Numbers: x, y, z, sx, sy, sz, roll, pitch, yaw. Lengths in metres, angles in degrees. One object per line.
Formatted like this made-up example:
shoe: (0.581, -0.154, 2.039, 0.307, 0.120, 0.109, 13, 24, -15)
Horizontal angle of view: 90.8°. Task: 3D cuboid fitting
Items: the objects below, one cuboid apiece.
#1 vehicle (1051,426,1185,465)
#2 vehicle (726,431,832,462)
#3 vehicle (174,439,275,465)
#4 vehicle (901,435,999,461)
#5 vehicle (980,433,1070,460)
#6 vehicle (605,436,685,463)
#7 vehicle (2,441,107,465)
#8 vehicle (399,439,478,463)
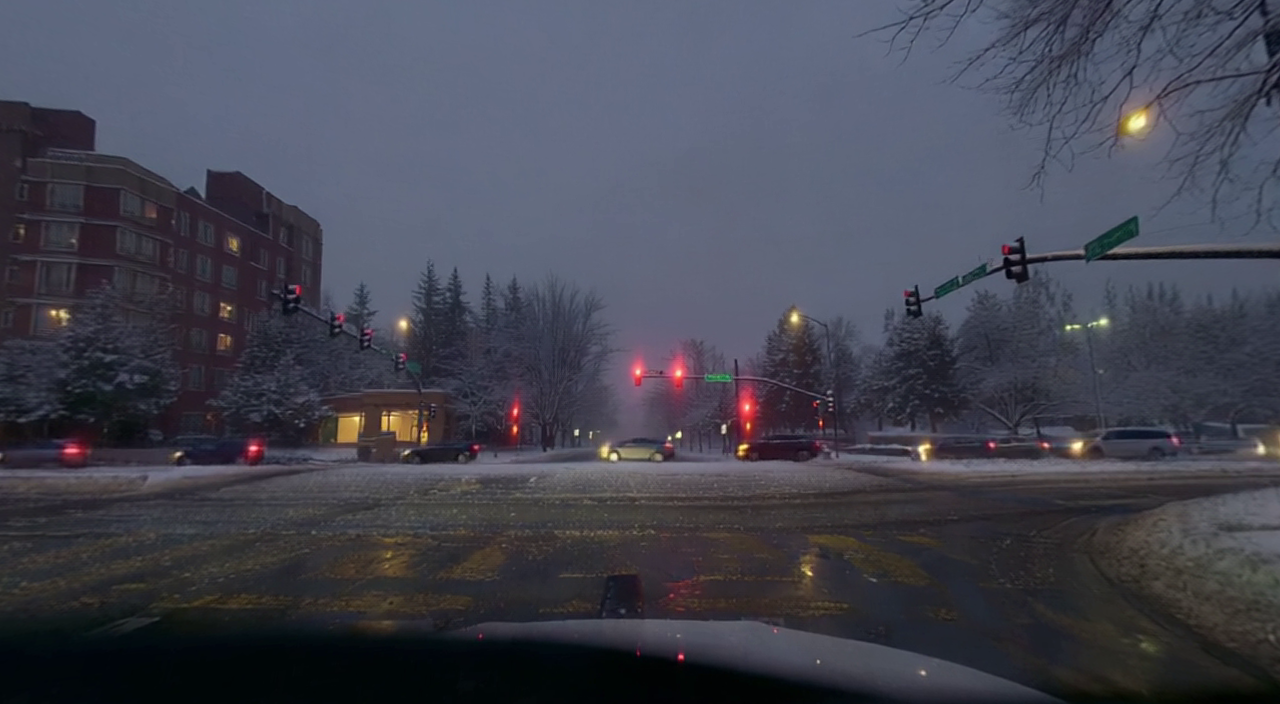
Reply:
vehicle: (23.033, 4.519, 30.596, 4.662, 1.764, 2.064, -1, -9, 2)
vehicle: (8.707, 5.981, 40.027, 6.133, 1.833, 2.155, 0, -9, 1)
vehicle: (-24.080, 5.820, 36.684, 4.631, 1.435, 1.715, 0, -9, 0)
vehicle: (18.102, 5.616, 37.029, 4.724, 1.452, 1.870, 0, -9, 1)
vehicle: (24.674, 6.079, 40.584, 4.488, 1.667, 1.869, 0, -9, 1)
vehicle: (0.276, 5.669, 36.764, 4.519, 1.476, 1.767, 0, -9, 0)
vehicle: (-37.275, 6.456, 40.300, 4.759, 1.445, 1.865, 0, -9, -1)
vehicle: (-12.818, 6.346, 40.416, 4.443, 1.472, 1.794, 0, -9, 0)
